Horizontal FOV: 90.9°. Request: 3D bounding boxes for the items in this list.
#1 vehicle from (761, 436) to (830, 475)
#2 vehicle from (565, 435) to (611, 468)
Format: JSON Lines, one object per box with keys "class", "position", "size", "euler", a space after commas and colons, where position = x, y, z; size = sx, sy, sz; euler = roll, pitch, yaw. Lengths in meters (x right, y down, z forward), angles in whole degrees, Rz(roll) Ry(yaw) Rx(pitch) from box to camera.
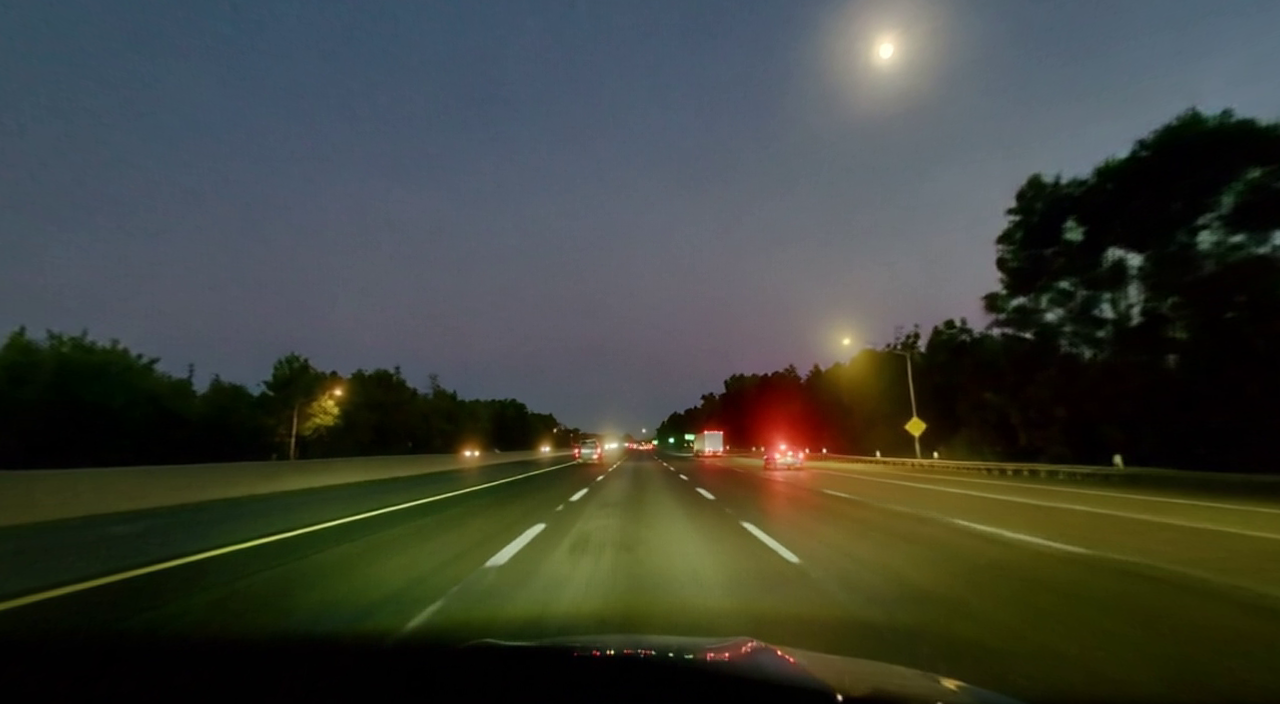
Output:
{"class": "vehicle", "position": [7.231, 4.856, 29.778], "size": [2.063, 1.706, 4.259], "euler": [0, -8, -1]}
{"class": "vehicle", "position": [-3.271, 6.375, 40.596], "size": [2.453, 1.952, 5.320], "euler": [0, -8, 1]}
